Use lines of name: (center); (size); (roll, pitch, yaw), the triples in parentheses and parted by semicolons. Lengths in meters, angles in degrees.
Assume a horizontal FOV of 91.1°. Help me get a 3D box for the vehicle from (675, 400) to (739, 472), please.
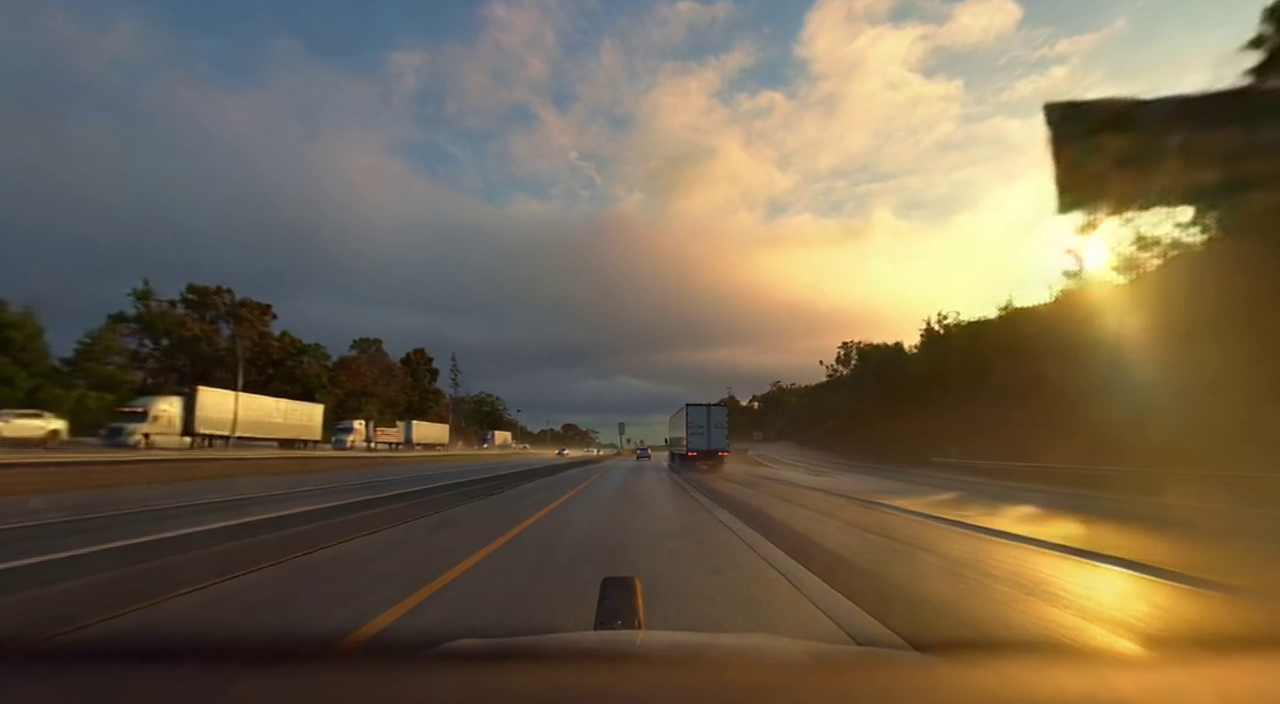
vehicle: (4.234, 5.841, 42.965); (3.185, 4.154, 12.638); (0, -9, 1)

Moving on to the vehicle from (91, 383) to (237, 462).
vehicle: (-26.389, 4.069, 35.364); (3.155, 4.020, 6.162); (-1, -9, 1)

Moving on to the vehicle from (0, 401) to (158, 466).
vehicle: (-41.558, 5.581, 42.673); (13.324, 4.137, 3.346); (9, -12, -44)
